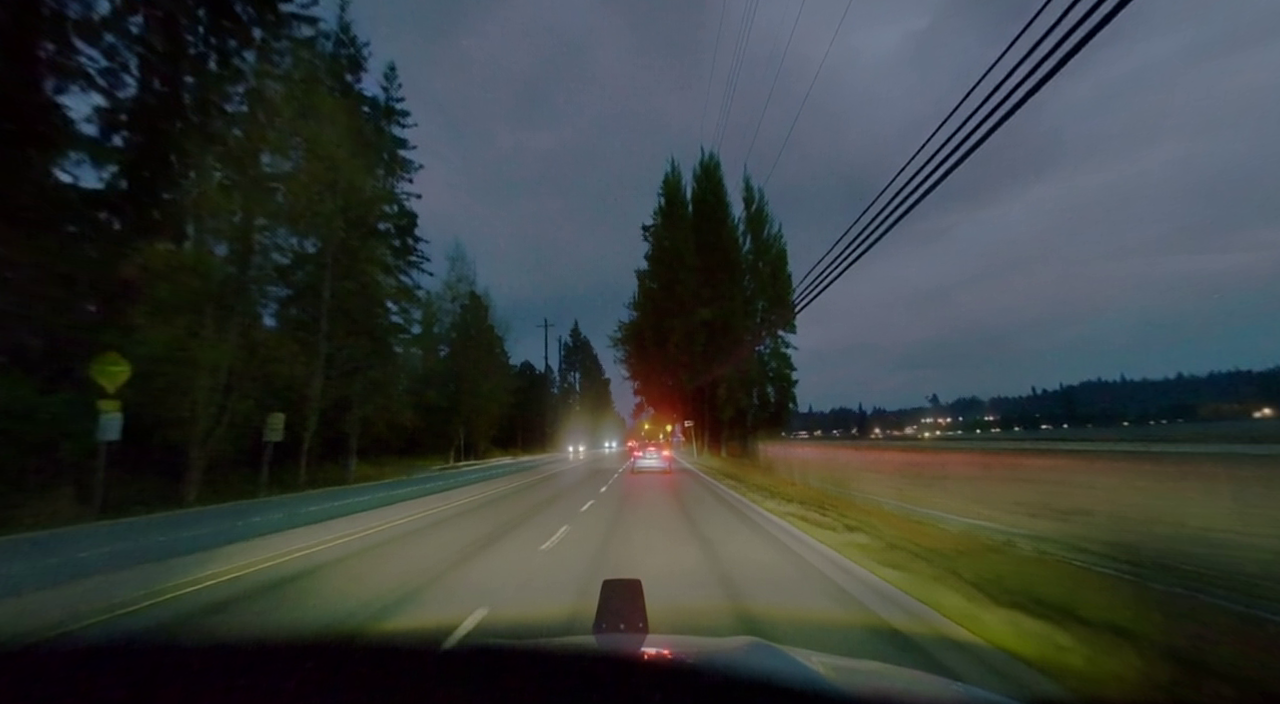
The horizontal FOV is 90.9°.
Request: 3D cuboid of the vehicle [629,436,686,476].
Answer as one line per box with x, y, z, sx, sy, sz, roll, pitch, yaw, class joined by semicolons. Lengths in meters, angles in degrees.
0.691;4.239;25.860;2.153;1.461;4.374;0;-8;1;vehicle
